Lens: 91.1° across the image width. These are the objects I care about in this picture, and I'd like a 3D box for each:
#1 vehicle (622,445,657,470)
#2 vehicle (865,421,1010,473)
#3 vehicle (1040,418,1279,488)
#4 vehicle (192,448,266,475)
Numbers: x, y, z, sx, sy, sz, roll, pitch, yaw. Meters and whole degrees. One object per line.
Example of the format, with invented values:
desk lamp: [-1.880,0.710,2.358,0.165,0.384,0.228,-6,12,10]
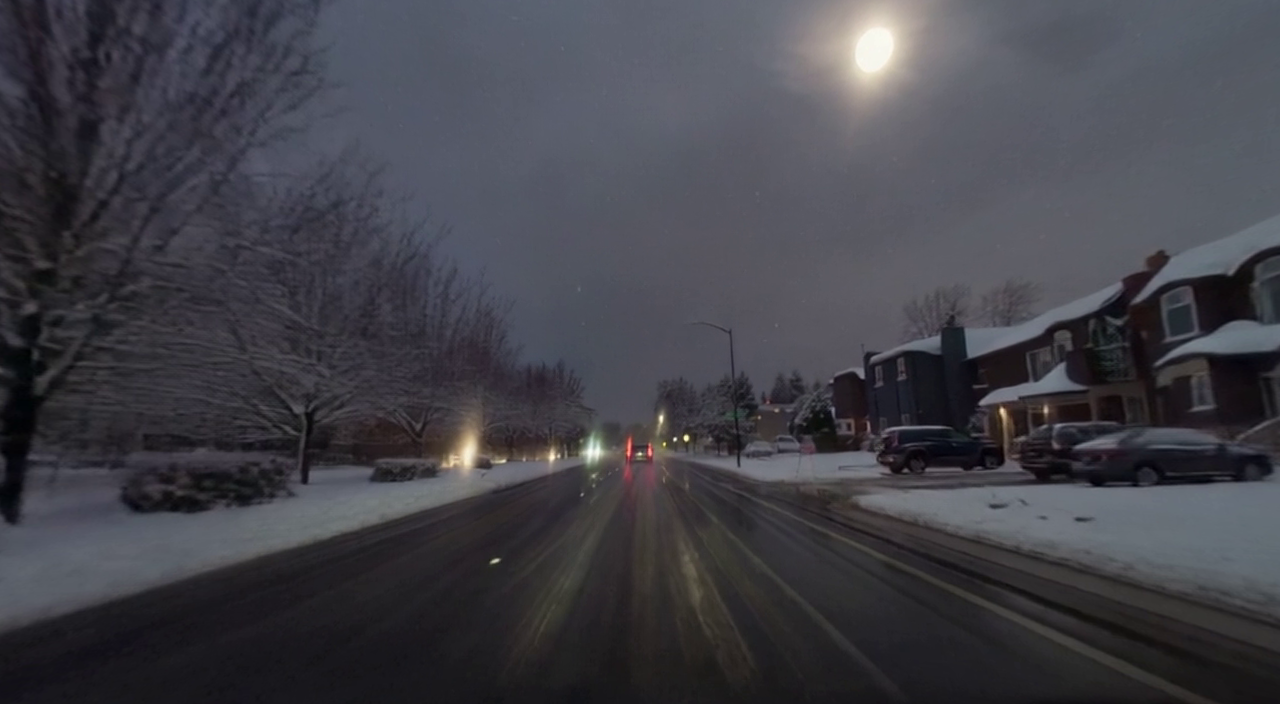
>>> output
vehicle: [-0.031,6.507,38.902,2.054,1.456,4.003,0,-9,0]
vehicle: [12.232,3.955,26.106,4.923,2.019,1.985,0,-9,2]
vehicle: [12.374,2.337,14.587,4.787,1.494,1.887,0,-9,1]
vehicle: [-24.067,6.402,36.900,1.892,1.455,3.564,0,-8,1]
